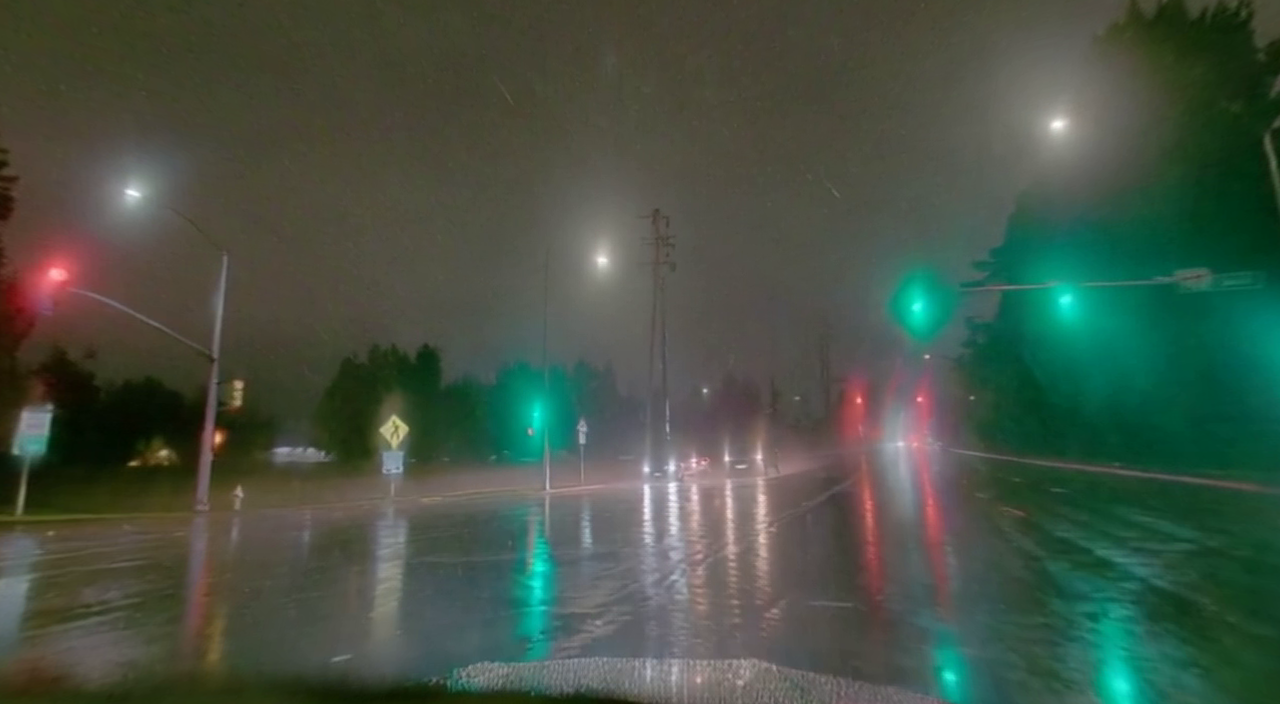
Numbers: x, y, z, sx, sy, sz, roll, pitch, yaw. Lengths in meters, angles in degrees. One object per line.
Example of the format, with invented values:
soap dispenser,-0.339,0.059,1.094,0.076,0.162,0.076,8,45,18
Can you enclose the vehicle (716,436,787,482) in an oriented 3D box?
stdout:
vehicle,4.706,4.373,25.959,2.090,1.697,4.341,-3,-9,20

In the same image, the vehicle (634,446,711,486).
vehicle,1.446,4.703,26.259,2.029,1.504,4.293,-3,-9,20
